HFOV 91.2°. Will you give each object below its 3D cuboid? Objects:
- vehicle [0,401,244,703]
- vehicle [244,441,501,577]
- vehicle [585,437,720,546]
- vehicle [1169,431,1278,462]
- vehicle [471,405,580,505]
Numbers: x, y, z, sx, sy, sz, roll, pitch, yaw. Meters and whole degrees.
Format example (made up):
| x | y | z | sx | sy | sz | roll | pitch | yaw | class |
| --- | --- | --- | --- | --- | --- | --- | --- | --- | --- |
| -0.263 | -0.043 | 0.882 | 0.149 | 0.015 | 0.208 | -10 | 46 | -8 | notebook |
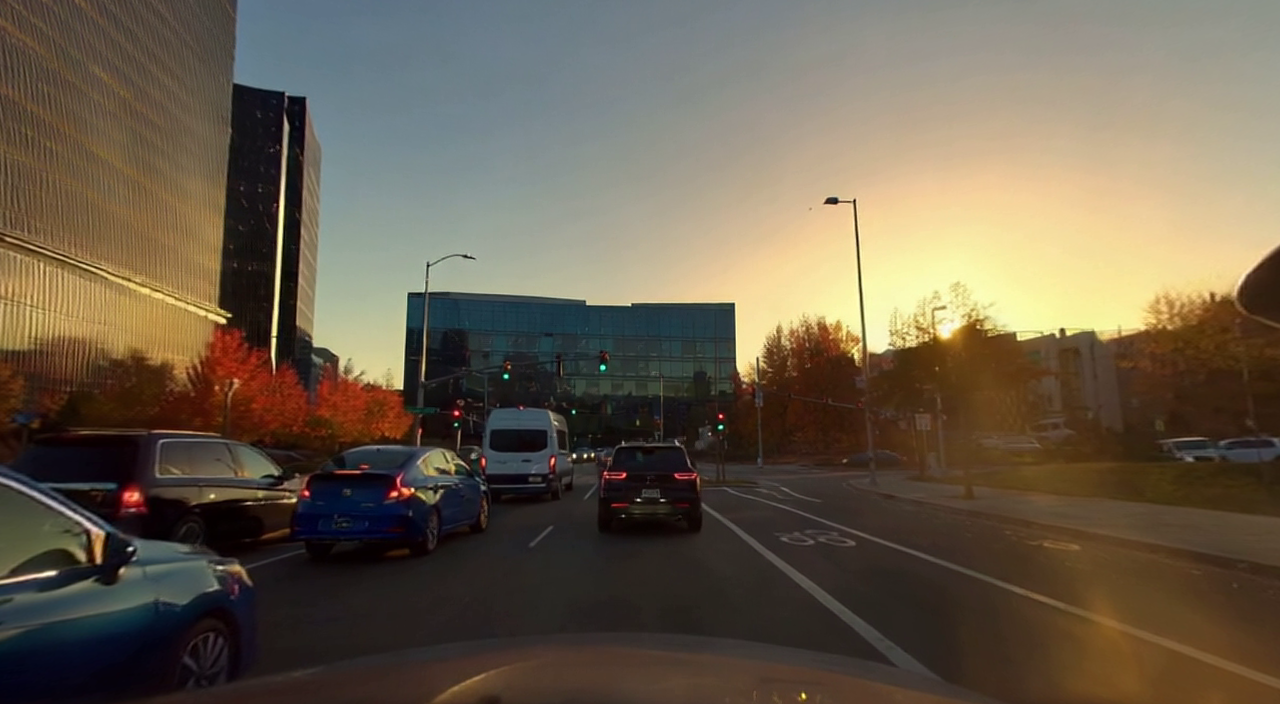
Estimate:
| x | y | z | sx | sy | sz | roll | pitch | yaw | class |
| --- | --- | --- | --- | --- | --- | --- | --- | --- | --- |
| -2.903 | 0.783 | 1.103 | 1.893 | 1.491 | 3.798 | 0 | -9 | 0 | vehicle |
| -3.506 | 2.116 | 9.271 | 1.955 | 1.499 | 4.223 | 0 | -9 | 0 | vehicle |
| 0.163 | 2.336 | 11.058 | 1.979 | 1.562 | 3.630 | 0 | -9 | 0 | vehicle |
| 28.604 | 4.681 | 30.895 | 1.631 | 1.416 | 3.914 | -1 | -9 | 1 | vehicle |
| -3.312 | 3.186 | 19.613 | 2.343 | 2.635 | 5.684 | 0 | -9 | 0 | vehicle |
